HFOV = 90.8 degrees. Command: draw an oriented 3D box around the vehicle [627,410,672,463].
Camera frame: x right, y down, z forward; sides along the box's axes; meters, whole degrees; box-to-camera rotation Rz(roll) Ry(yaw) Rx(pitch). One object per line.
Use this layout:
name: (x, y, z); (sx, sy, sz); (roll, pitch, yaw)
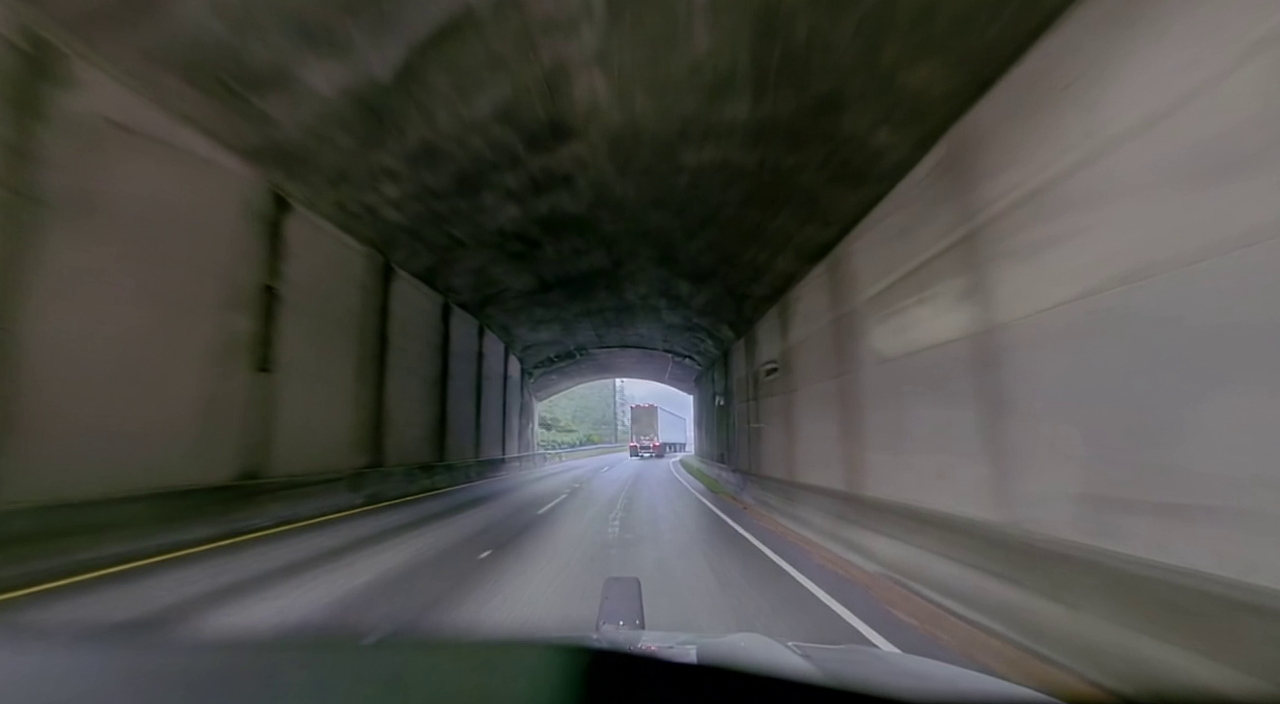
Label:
vehicle: (0.900, 6.432, 47.234); (2.915, 3.468, 11.233); (-1, -9, 3)
